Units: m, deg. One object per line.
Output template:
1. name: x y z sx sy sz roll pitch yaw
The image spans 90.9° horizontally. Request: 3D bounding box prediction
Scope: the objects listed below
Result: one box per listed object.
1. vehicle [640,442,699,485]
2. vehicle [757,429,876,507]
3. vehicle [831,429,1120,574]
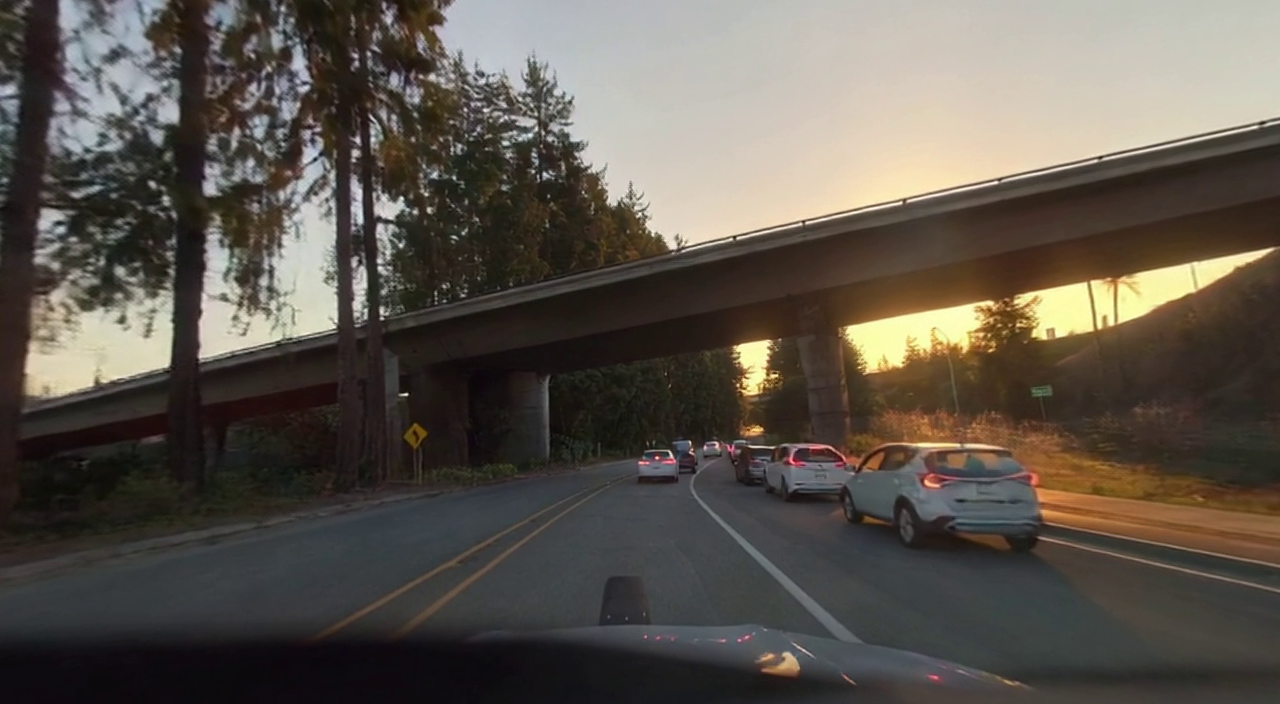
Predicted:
1. vehicle: 1.220 4.253 24.288 2.078 1.506 4.058 -1 -9 5
2. vehicle: 4.417 2.981 16.566 1.947 1.745 4.452 -1 -9 2
3. vehicle: 4.176 1.895 8.697 1.911 1.525 3.755 -1 -9 1
